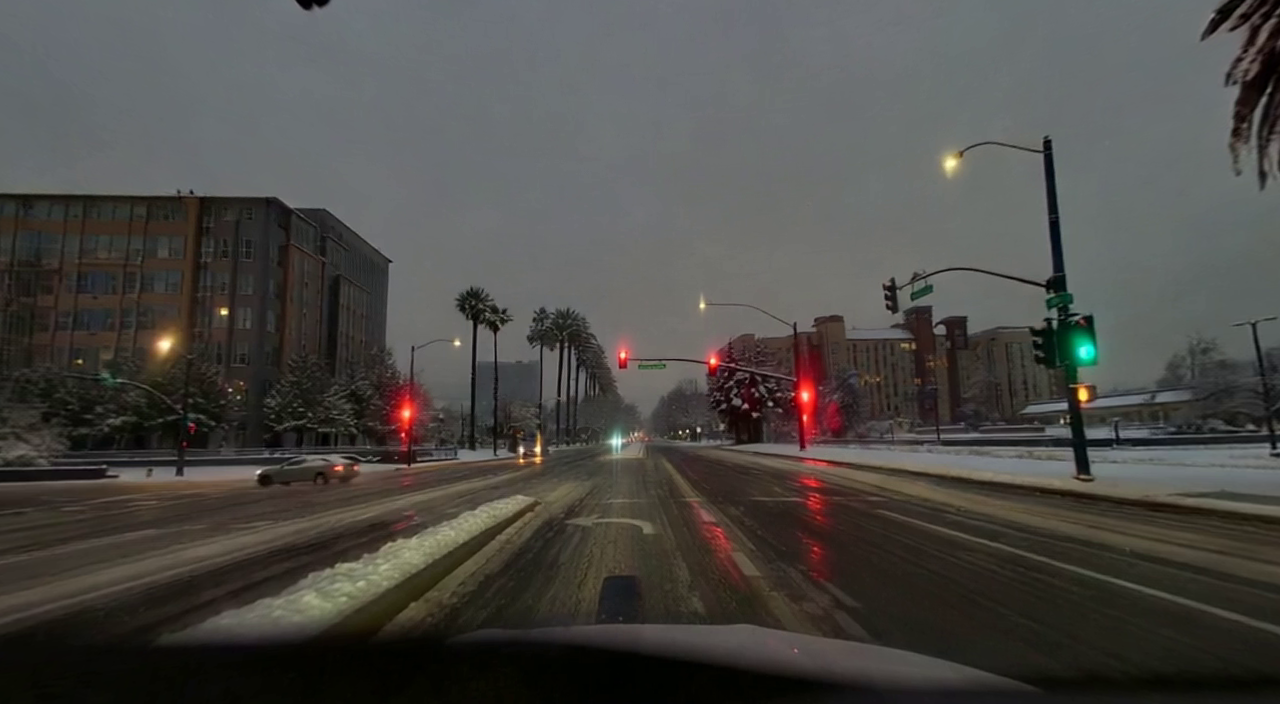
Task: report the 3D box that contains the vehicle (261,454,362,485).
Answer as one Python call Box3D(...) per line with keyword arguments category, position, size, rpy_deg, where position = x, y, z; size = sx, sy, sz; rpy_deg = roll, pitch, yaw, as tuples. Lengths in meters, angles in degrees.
Box3D(category="vehicle", position=(-16.698, 5.939, 32.174), size=(4.386, 1.481, 2.037), rpy_deg=(-3, -9, 19))
